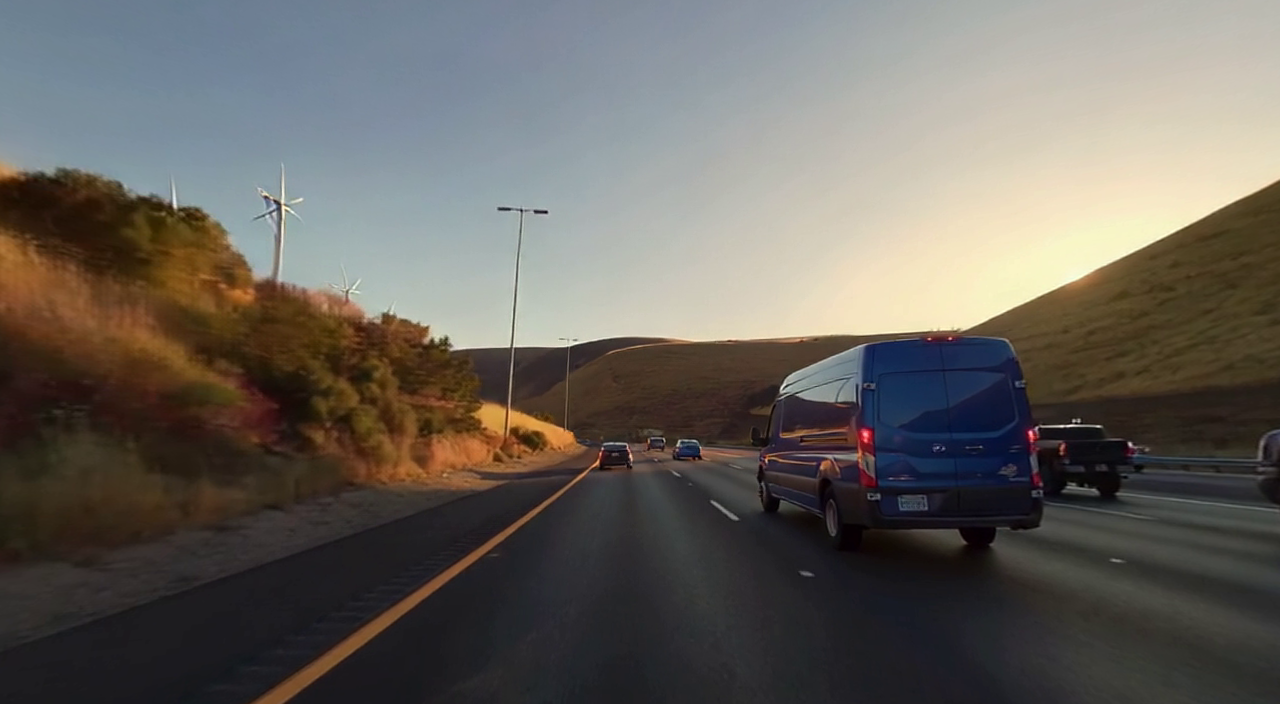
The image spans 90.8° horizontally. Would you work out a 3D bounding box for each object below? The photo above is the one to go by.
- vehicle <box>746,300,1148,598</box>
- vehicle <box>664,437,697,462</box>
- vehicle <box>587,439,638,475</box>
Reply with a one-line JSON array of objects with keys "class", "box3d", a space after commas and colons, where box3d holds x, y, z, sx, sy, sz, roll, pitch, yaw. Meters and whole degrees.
[{"class": "vehicle", "box3d": [3.176, 1.246, 8.509, 2.365, 2.630, 5.754, 0, -8, -1]}, {"class": "vehicle", "box3d": [2.958, 7.207, 46.833, 2.108, 1.717, 3.996, 0, -8, -2]}, {"class": "vehicle", "box3d": [-1.142, 4.537, 27.449, 2.082, 1.445, 3.826, 0, -8, -1]}]
